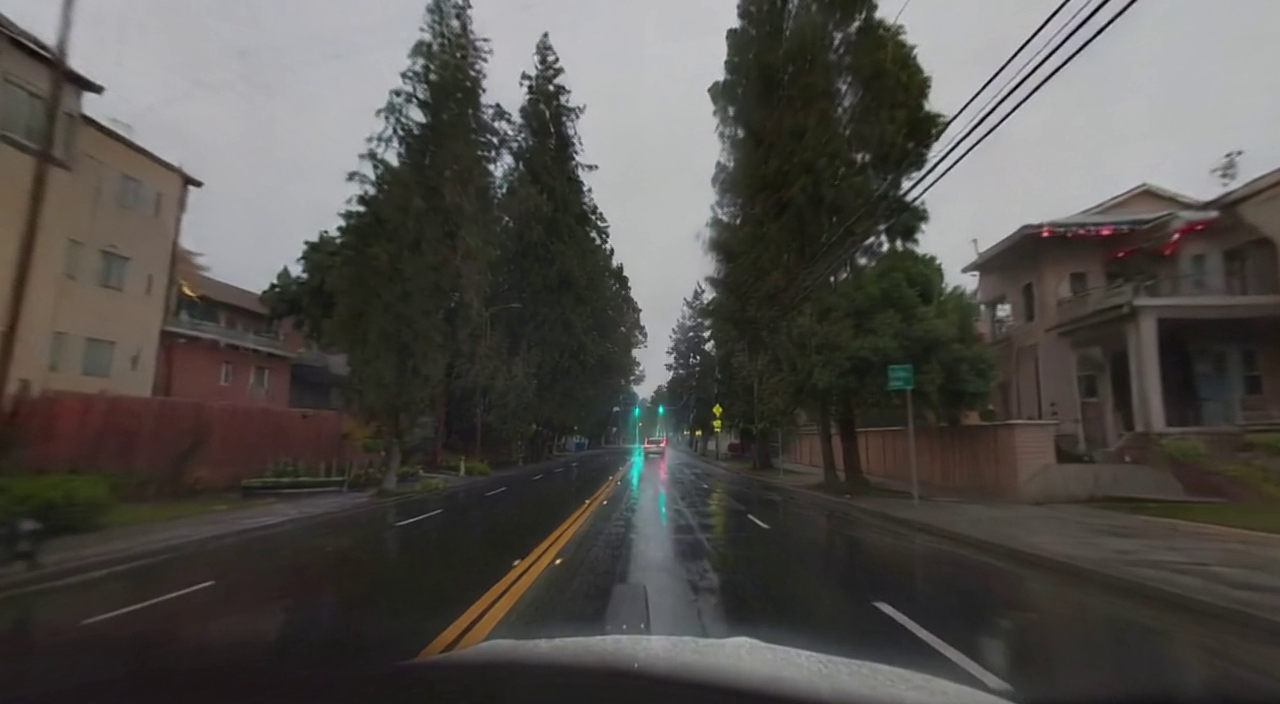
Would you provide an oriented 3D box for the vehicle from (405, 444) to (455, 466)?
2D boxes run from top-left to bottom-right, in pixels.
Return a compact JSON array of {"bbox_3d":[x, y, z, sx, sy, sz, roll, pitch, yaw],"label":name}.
[{"bbox_3d":[-15.425,7.583,46.587,2.049,1.563,4.950,0,-9,-1],"label":"vehicle"}]

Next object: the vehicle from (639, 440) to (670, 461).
[{"bbox_3d":[1.002,7.041,45.121,2.097,1.463,4.043,0,-9,-1],"label":"vehicle"}]

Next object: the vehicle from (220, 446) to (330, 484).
[{"bbox_3d":[-15.747,4.864,27.552,2.113,1.501,4.659,0,-9,-1],"label":"vehicle"}]

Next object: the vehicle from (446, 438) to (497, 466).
[{"bbox_3d":[-12.378,7.403,46.677,2.331,1.956,4.762,0,-9,1],"label":"vehicle"}]

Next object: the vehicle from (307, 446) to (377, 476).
[{"bbox_3d":[-15.631,5.728,33.255,1.692,1.477,3.902,0,-9,1],"label":"vehicle"}]
